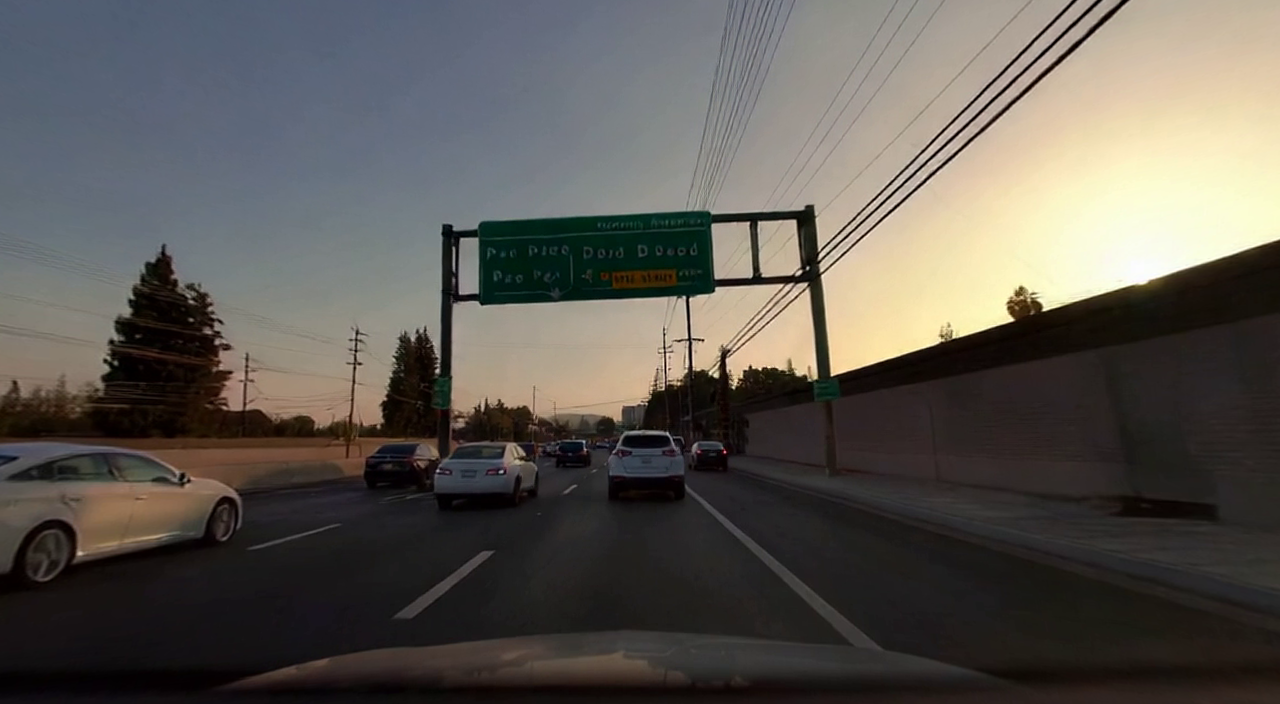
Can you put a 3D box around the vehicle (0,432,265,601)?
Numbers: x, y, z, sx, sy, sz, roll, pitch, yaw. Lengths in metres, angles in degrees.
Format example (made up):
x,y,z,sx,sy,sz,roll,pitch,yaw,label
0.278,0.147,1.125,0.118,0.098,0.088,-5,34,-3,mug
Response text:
x,y,z,sx,sy,sz,roll,pitch,yaw,label
-6.543,1.673,7.134,1.958,1.447,4.454,0,-8,-1,vehicle

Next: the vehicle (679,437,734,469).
x,y,z,sx,sy,sz,roll,pitch,yaw,label
3.225,5.038,31.639,2.197,1.464,4.356,0,-8,-1,vehicle

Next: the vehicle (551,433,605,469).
x,y,z,sx,sy,sz,roll,pitch,yaw,label
-3.231,5.287,33.931,2.353,1.773,4.286,0,-8,1,vehicle

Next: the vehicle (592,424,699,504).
x,y,z,sx,sy,sz,roll,pitch,yaw,label
0.105,2.722,15.697,2.284,1.699,4.168,0,-8,0,vehicle

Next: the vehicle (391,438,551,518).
x,y,z,sx,sy,sz,roll,pitch,yaw,label
-3.420,2.648,13.893,2.203,1.425,4.610,0,-8,1,vehicle
